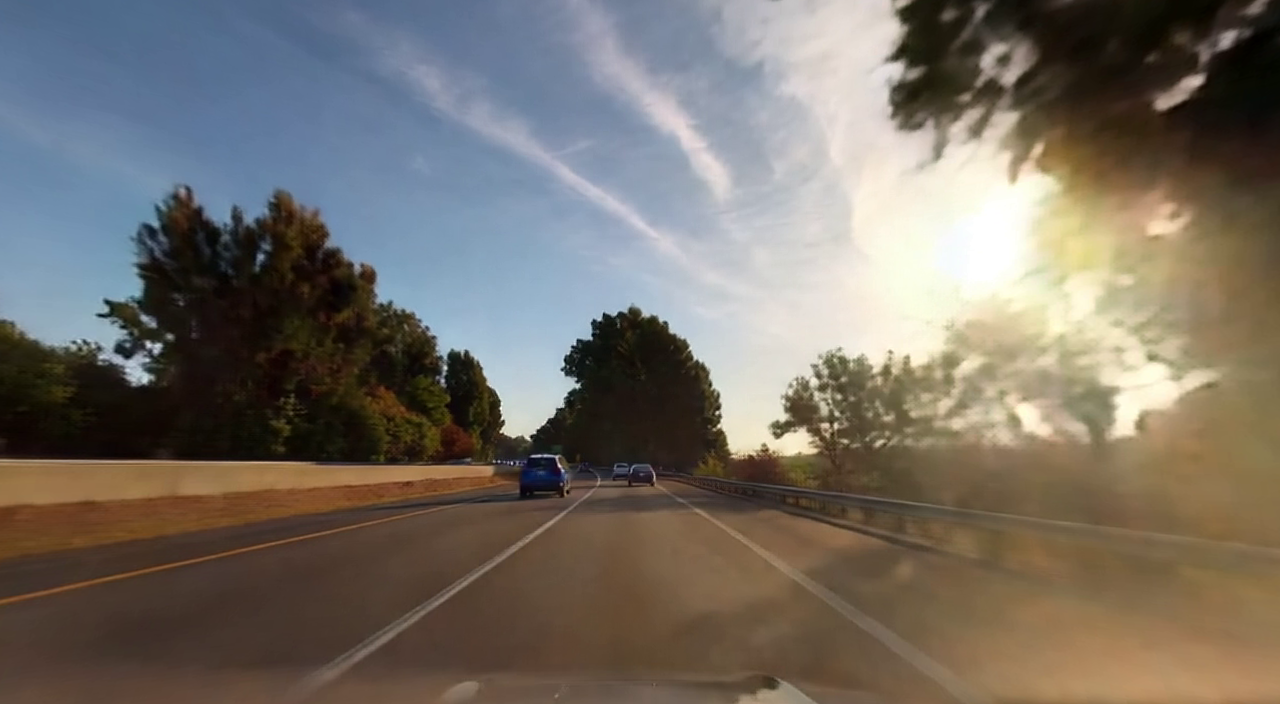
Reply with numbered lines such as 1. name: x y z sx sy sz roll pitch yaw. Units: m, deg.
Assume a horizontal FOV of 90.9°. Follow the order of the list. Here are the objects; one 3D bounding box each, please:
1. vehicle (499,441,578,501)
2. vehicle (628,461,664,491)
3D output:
1. vehicle: -3.901 4.717 25.163 2.237 2.113 4.815 0 -10 1
2. vehicle: 0.304 7.044 35.930 1.905 1.559 3.491 1 -10 -2
